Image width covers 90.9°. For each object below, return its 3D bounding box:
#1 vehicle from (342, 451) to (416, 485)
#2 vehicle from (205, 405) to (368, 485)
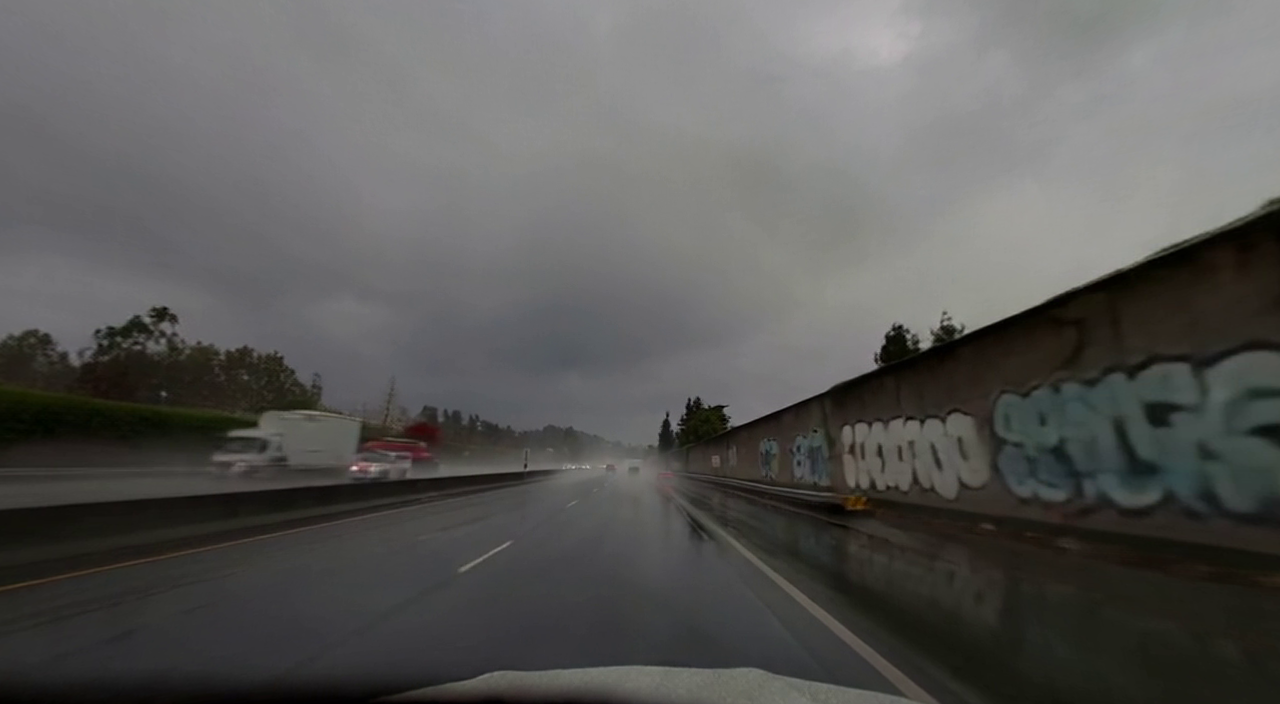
[{"bbox_3d":[-13.590,6.099,33.152,1.925,1.610,4.426,1,-11,1],"label":"vehicle"},{"bbox_3d":[-18.072,5.078,33.342,2.966,3.569,9.541,1,-11,0],"label":"vehicle"}]
